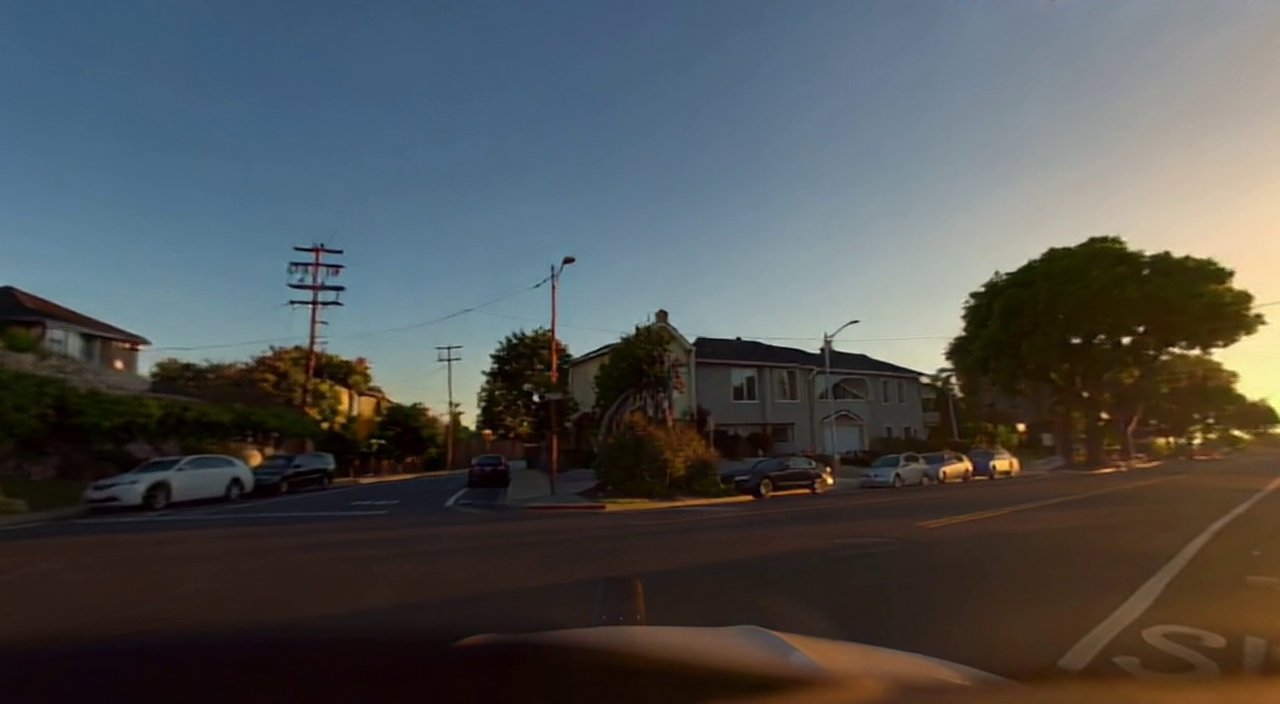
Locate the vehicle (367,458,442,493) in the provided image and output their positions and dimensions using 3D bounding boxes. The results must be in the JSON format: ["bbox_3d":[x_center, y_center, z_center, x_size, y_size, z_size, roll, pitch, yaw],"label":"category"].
[{"bbox_3d":[-14.555,7.635,39.416,2.287,1.830,5.343,-1,-8,4],"label":"vehicle"}]

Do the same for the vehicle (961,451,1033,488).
[{"bbox_3d":[22.343,7.231,39.448,5.738,2.060,2.282,8,-12,-44],"label":"vehicle"}]

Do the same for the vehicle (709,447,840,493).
[{"bbox_3d":[5.187,4.564,23.988,5.197,1.431,2.136,12,-18,-41],"label":"vehicle"}]

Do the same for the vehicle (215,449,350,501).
[{"bbox_3d":[-15.067,5.180,27.176,2.283,1.909,5.692,-1,-8,2],"label":"vehicle"}]

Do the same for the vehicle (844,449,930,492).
[{"bbox_3d":[11.720,5.515,29.857,4.414,1.837,1.937,7,-11,-42],"label":"vehicle"}]

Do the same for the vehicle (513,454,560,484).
[{"bbox_3d":[-6.320,7.186,39.006,1.989,1.683,3.918,-1,-8,4],"label":"vehicle"}]

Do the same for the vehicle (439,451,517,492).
[{"bbox_3d":[-7.043,5.218,28.022,1.981,1.579,4.446,-1,-8,4],"label":"vehicle"}]

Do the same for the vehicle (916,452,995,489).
[{"bbox_3d":[17.781,6.598,35.510,5.499,1.837,2.089,8,-11,-43],"label":"vehicle"}]

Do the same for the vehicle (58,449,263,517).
[{"bbox_3d":[-15.400,4.165,20.896,2.152,1.877,5.701,-1,-8,2],"label":"vehicle"}]
